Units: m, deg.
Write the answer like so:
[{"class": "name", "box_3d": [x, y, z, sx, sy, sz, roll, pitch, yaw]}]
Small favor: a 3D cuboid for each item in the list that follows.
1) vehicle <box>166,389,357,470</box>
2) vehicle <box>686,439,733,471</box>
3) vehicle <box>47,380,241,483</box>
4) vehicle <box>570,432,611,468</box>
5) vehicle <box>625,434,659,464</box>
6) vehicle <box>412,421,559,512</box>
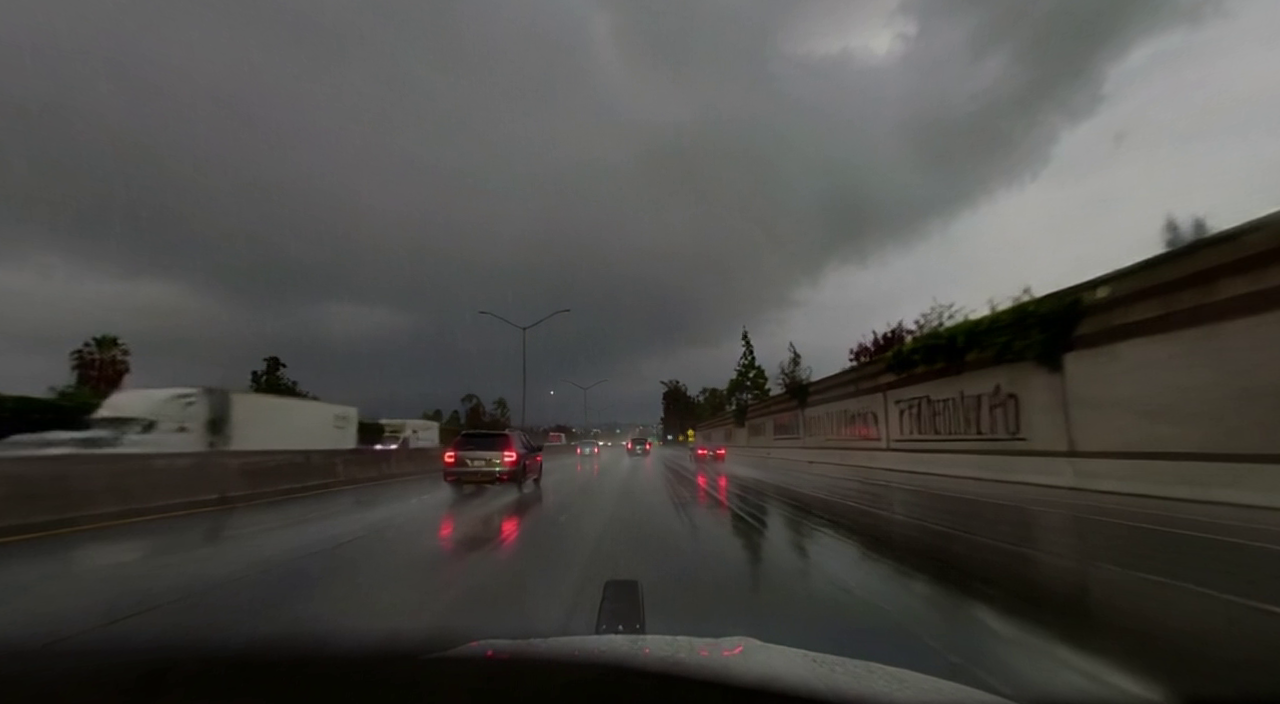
[{"class": "vehicle", "box_3d": [-20.993, 4.658, 36.574, 2.900, 3.876, 12.954, 0, -9, 1]}, {"class": "vehicle", "box_3d": [4.040, 6.095, 37.417, 2.224, 1.752, 4.487, 0, -9, 0]}, {"class": "vehicle", "box_3d": [-20.943, 3.479, 27.217, 3.067, 3.909, 6.152, 0, -9, 1]}, {"class": "vehicle", "box_3d": [-3.224, 6.503, 41.903, 2.378, 2.214, 4.352, 0, -9, 0]}, {"class": "vehicle", "box_3d": [0.157, 7.526, 49.023, 2.485, 2.215, 5.199, 0, -9, 0]}, {"class": "vehicle", "box_3d": [-3.507, 2.734, 15.592, 2.184, 1.819, 5.441, 0, -9, 1]}]
